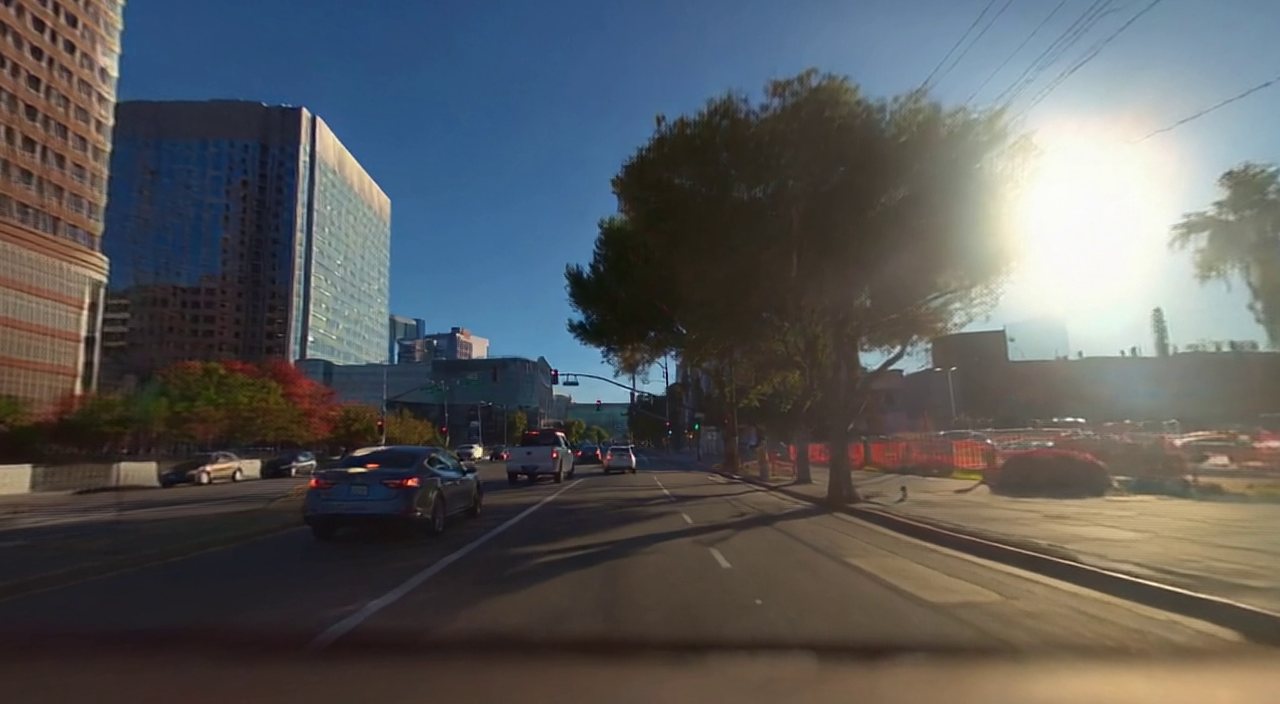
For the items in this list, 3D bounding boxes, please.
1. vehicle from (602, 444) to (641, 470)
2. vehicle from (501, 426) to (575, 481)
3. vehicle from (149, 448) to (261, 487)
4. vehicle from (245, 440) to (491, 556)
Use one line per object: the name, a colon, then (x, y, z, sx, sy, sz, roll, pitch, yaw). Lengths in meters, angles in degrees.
vehicle: (-1.083, 6.242, 37.673, 2.171, 1.422, 4.146, 0, -8, -1)
vehicle: (-4.098, 4.167, 26.114, 2.240, 2.054, 4.662, 0, -8, 1)
vehicle: (-19.884, 5.261, 29.084, 2.029, 1.637, 4.338, 0, -8, 0)
vehicle: (-3.892, 2.149, 10.093, 1.959, 1.406, 4.527, 0, -8, -1)
